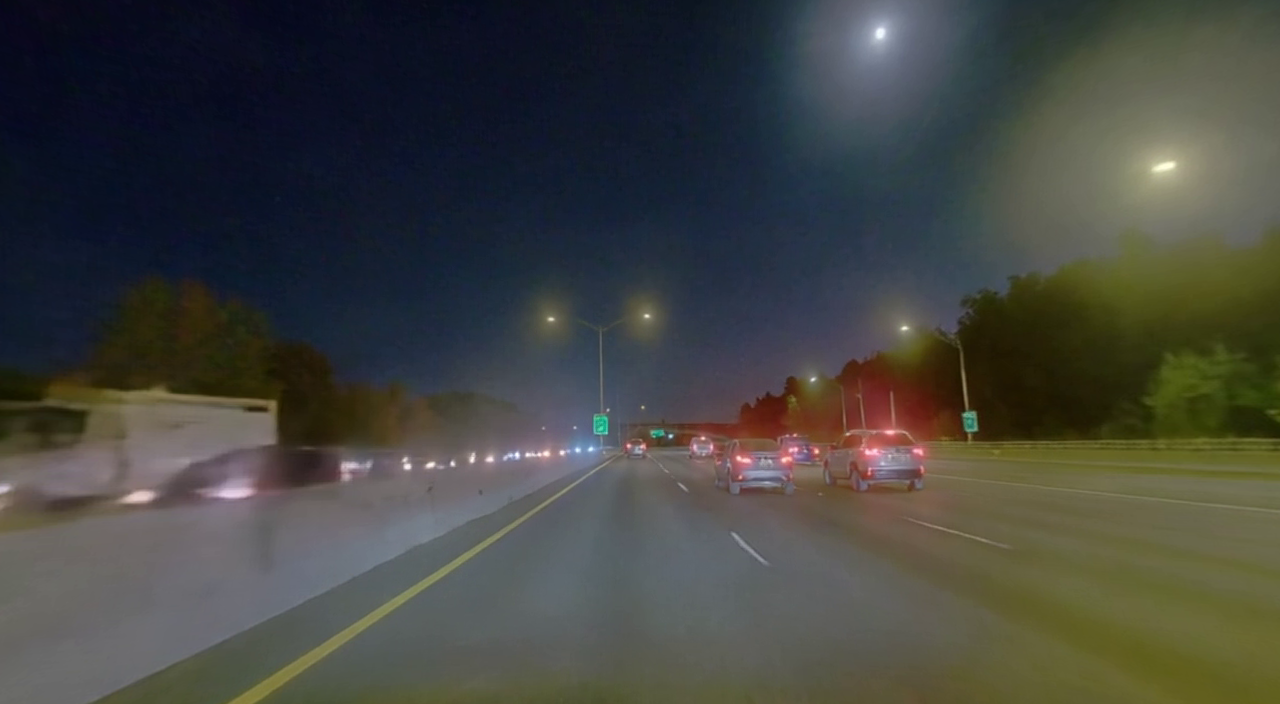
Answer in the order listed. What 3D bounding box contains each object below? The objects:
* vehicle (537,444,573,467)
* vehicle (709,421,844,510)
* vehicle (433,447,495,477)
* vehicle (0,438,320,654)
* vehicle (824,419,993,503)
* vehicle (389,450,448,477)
[{"bbox_3d":[-5.974,7.303,44.827,1.948,1.554,4.122,0,-9,0],"label":"vehicle"},{"bbox_3d":[2.883,2.526,14.457,2.059,1.711,4.302,0,-9,-1],"label":"vehicle"},{"bbox_3d":[-9.529,5.988,34.628,2.076,1.492,4.669,0,-9,0],"label":"vehicle"},{"bbox_3d":[-5.415,1.630,6.287,2.026,1.474,4.578,0,-9,0],"label":"vehicle"},{"bbox_3d":[6.546,2.727,16.192,2.040,1.801,4.959,0,-9,-1],"label":"vehicle"},{"bbox_3d":[-13.466,6.748,38.592,2.186,1.521,3.866,0,-9,0],"label":"vehicle"}]
